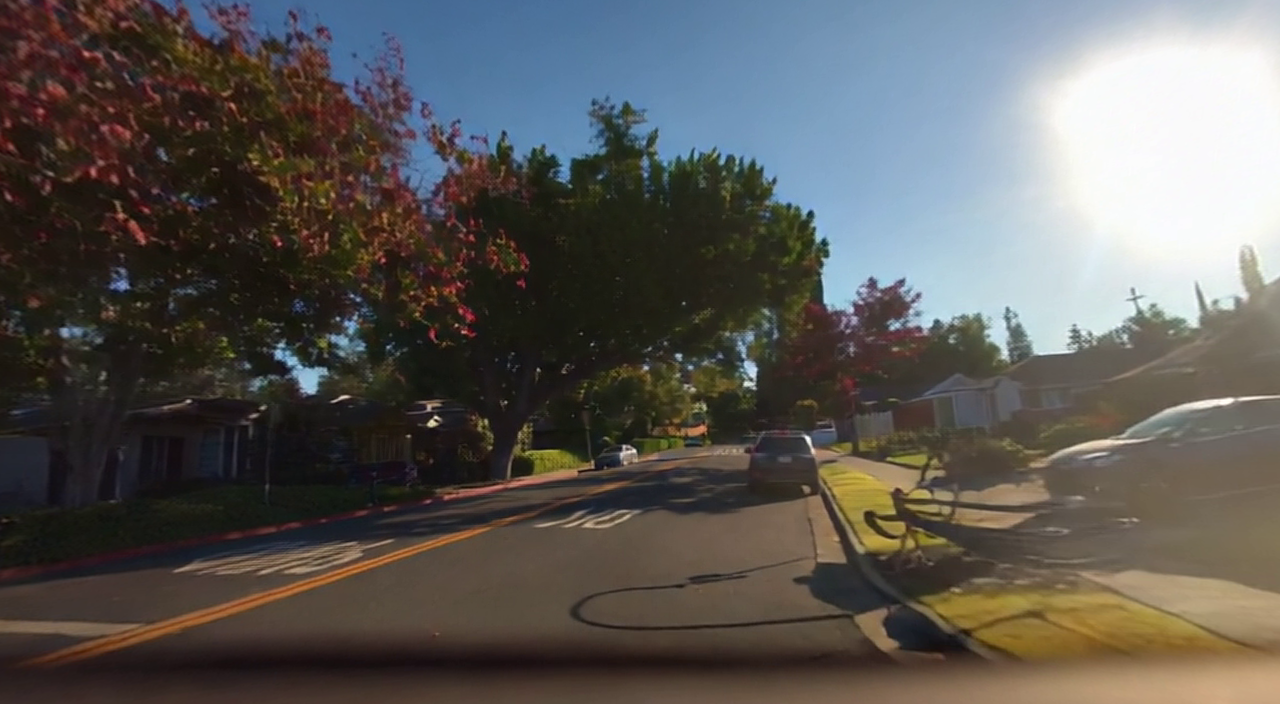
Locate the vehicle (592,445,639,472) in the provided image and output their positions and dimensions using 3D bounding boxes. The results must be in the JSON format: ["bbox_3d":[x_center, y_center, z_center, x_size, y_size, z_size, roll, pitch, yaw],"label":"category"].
[{"bbox_3d":[-1.539,6.871,40.842,2.033,1.456,4.370,-7,-10,10],"label":"vehicle"}]

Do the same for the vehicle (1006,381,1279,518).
[{"bbox_3d":[8.345,1.372,9.195,4.595,1.620,1.984,-7,-10,14],"label":"vehicle"}]

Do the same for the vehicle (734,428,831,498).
[{"bbox_3d":[3.867,3.004,17.396,2.242,1.661,4.273,-2,-9,11],"label":"vehicle"}]
